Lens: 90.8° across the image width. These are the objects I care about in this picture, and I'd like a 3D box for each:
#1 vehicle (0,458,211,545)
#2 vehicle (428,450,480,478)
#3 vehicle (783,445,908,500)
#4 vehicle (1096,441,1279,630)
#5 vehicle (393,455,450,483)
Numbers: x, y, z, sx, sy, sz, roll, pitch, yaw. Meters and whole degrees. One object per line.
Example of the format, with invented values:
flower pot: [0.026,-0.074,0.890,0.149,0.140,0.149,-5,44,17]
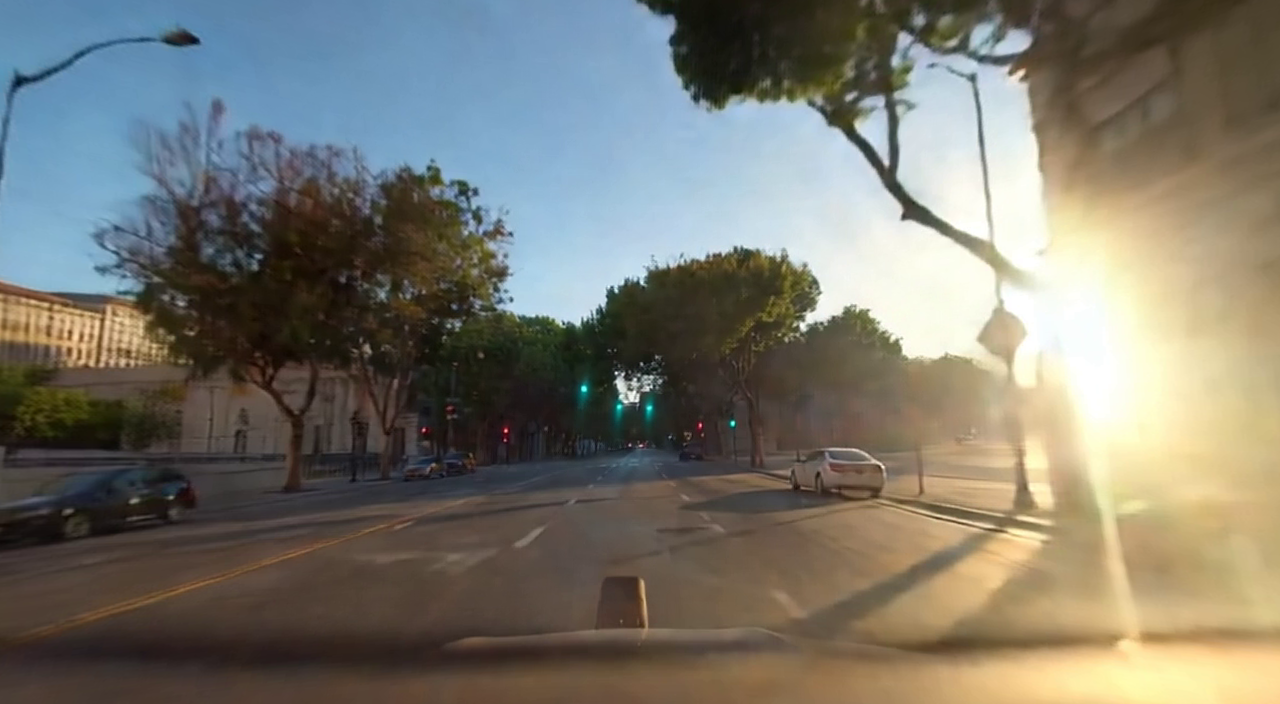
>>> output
vehicle: [-12.576,3.357,14.783,1.911,1.558,4.793,-3,-9,-2]
vehicle: [-12.841,7.722,43.985,2.011,1.668,5.474,-1,-8,-1]
vehicle: [5.999,3.544,19.157,2.091,1.445,4.678,0,-8,-1]
vehicle: [5.843,1.356,4.489,1.869,1.430,4.365,0,-8,-1]
vehicle: [-12.637,6.761,36.801,1.767,1.455,4.389,0,-8,0]
